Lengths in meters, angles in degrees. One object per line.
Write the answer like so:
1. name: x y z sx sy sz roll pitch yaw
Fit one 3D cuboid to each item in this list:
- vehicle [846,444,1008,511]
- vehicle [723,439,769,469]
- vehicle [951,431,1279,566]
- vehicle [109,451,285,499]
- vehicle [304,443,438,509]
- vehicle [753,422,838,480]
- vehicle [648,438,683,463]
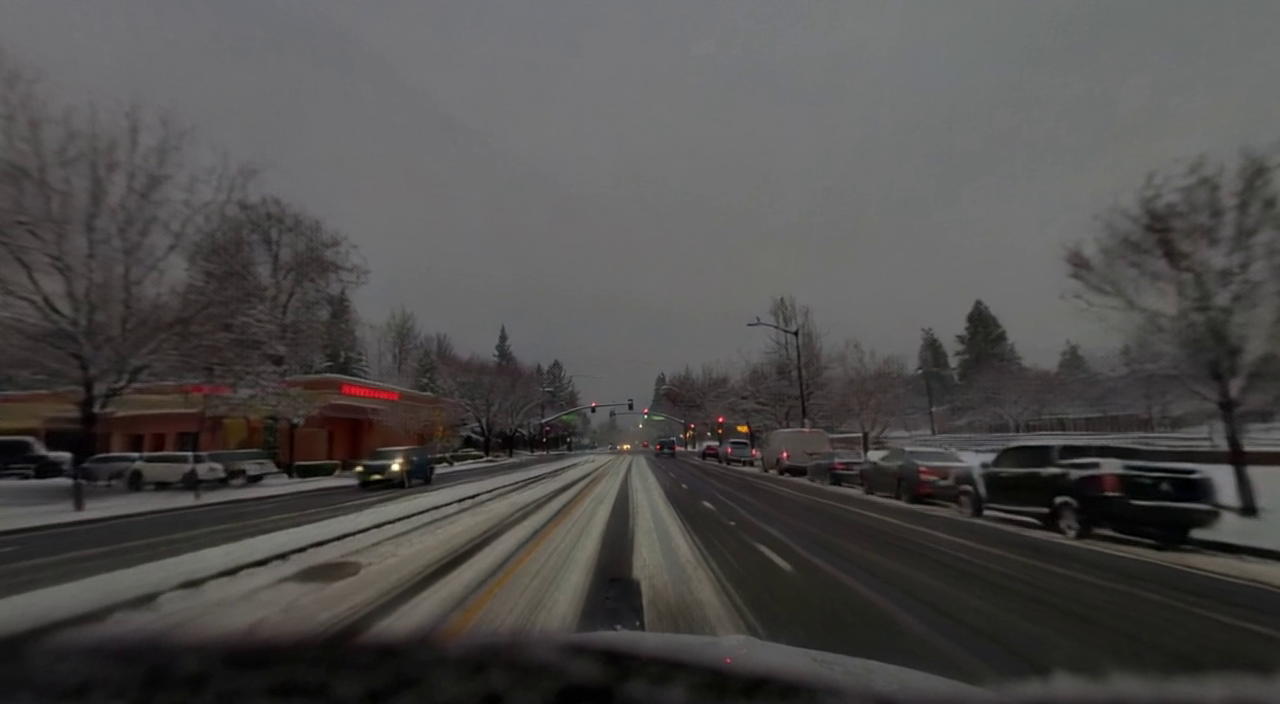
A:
1. vehicle: 7.180 3.147 16.508 1.862 1.464 4.892 0 -8 -1
2. vehicle: 7.011 6.819 42.306 2.088 1.848 4.936 0 -9 -2
3. vehicle: 7.400 2.151 10.256 1.951 1.601 5.147 0 -8 -1
4. vehicle: -14.823 4.079 21.250 4.635 1.457 2.060 -2 -8 10
5. vehicle: -7.654 3.359 17.716 2.165 1.567 4.700 6 -11 -38
6. vehicle: 7.100 4.607 29.659 2.323 2.433 5.901 0 -8 -2
7. vehicle: 1.871 7.563 48.607 2.293 1.814 4.589 0 -8 -3
